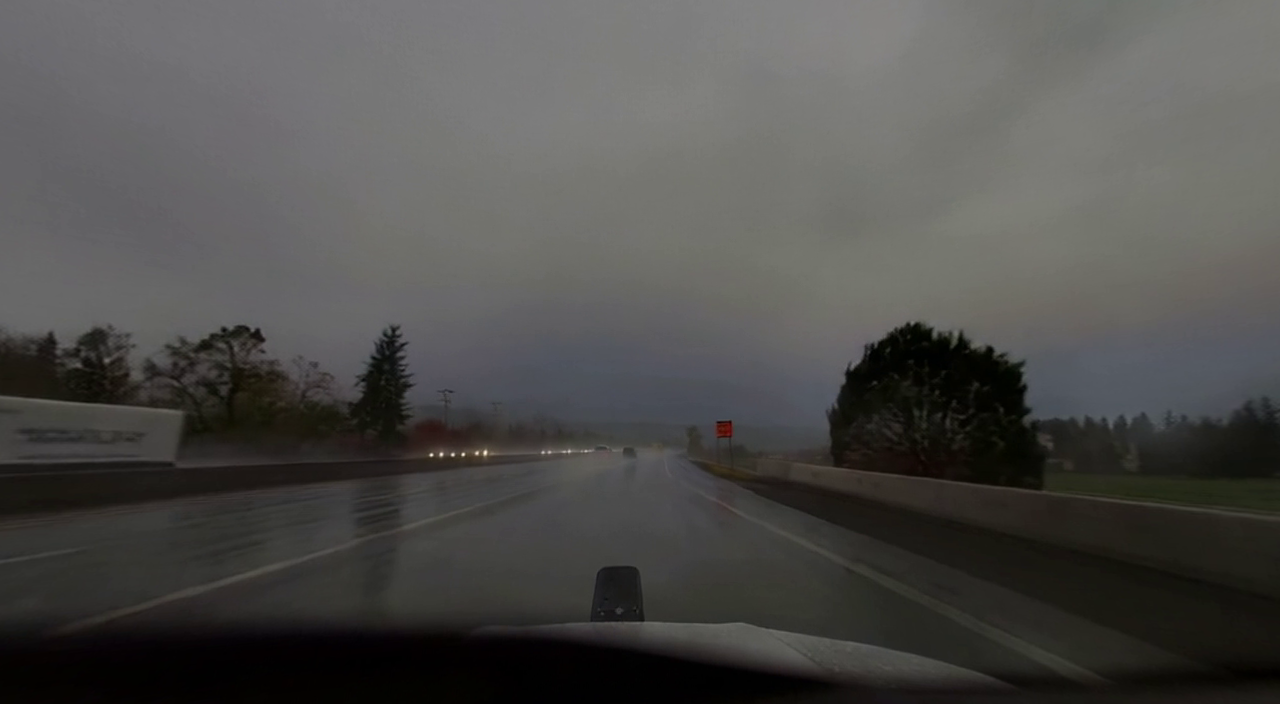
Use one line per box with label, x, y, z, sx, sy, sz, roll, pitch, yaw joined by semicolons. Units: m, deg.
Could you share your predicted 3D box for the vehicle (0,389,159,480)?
vehicle;-28.489;3.763;28.244;2.799;3.794;13.269;-1;-9;2
